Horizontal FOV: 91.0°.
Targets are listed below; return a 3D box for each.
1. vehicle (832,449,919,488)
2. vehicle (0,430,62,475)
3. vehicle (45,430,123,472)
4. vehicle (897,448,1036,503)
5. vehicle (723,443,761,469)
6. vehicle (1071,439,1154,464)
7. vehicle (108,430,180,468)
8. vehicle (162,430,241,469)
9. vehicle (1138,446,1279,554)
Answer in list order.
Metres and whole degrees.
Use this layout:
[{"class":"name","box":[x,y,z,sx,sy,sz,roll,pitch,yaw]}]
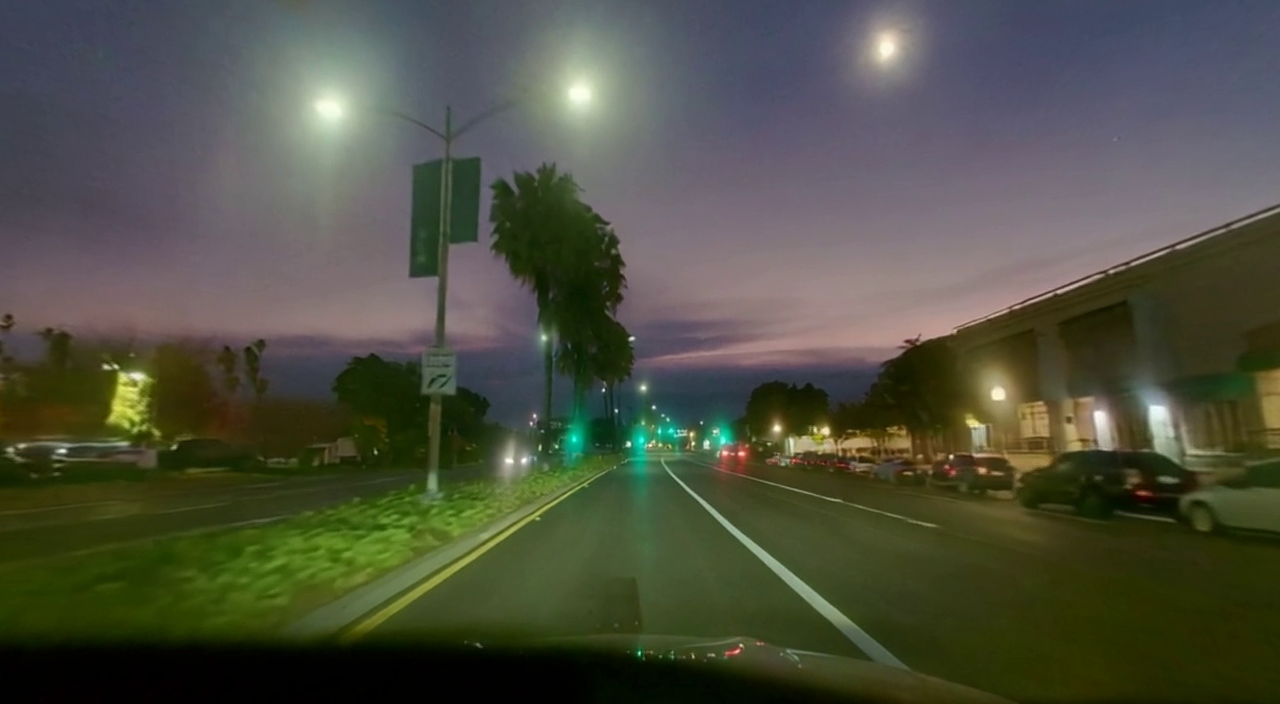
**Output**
[{"class":"vehicle","box":[10.216,5.060,27.685,1.950,1.410,4.642,0,-7,-1]},{"class":"vehicle","box":[-37.262,6.023,37.938,6.188,2.494,2.424,-7,-11,39]},{"class":"vehicle","box":[-35.106,6.221,39.673,5.636,2.448,2.280,-6,-11,36]},{"class":"vehicle","box":[10.138,3.830,20.051,1.875,1.491,4.780,0,-9,0]},{"class":"vehicle","box":[7.023,7.211,43.888,2.000,1.717,4.101,0,-9,0]},{"class":"vehicle","box":[33.819,7.120,45.115,4.252,1.711,1.954,0,-9,2]},{"class":"vehicle","box":[-32.075,6.230,40.607,6.178,2.298,1.943,-6,-10,37]},{"class":"vehicle","box":[-30.861,6.898,44.247,5.692,2.593,2.245,-7,-11,31]},{"class":"vehicle","box":[10.335,2.166,9.225,2.086,1.545,4.645,1,-9,-3]}]
